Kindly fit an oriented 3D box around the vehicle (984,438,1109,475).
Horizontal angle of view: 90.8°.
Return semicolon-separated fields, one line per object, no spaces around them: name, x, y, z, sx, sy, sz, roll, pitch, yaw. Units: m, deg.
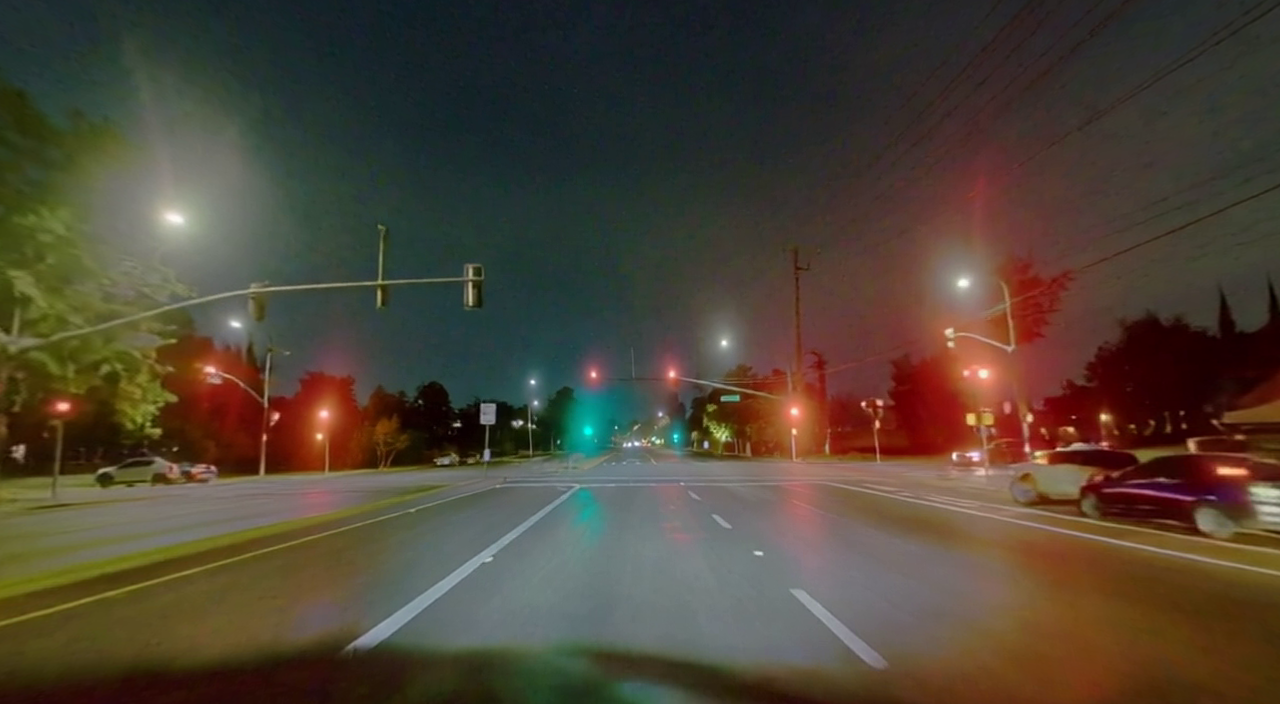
vehicle;18.577;4.774;29.045;4.357;1.461;1.927;-2;-8;2

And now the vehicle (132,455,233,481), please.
vehicle;-27.975;7.097;38.719;4.665;1.494;1.850;0;-9;-3

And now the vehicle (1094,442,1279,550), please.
vehicle;9.807;2.145;9.782;1.918;1.483;4.813;0;-8;-1

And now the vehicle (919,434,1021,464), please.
vehicle;20.224;5.967;38.853;5.021;1.780;2.191;0;-9;-3

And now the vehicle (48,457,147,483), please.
vehicle;-33.075;7.171;38.596;4.404;1.486;1.791;0;-9;0
